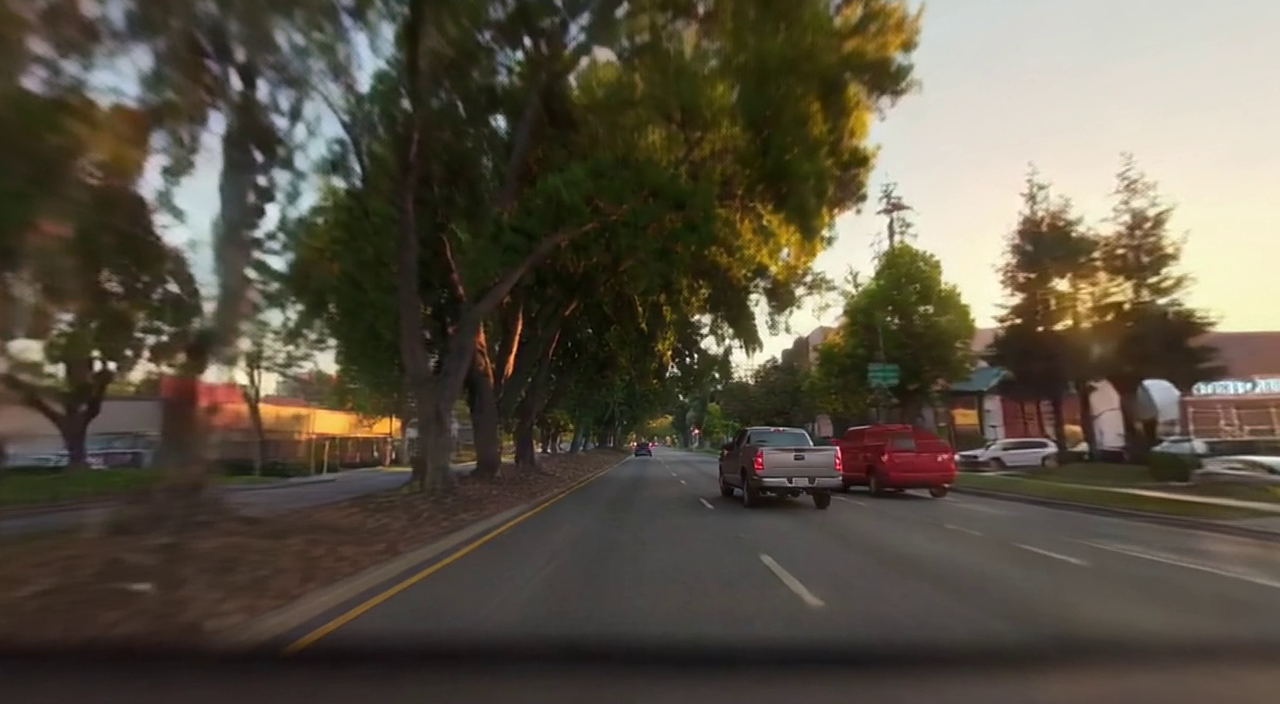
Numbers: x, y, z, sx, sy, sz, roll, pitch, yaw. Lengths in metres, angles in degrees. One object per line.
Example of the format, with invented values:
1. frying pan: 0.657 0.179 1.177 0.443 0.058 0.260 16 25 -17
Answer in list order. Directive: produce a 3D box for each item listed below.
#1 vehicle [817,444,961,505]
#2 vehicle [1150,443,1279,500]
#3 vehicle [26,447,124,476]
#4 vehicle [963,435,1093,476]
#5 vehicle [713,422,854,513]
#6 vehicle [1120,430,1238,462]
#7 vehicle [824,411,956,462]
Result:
1. vehicle: 6.729 3.324 17.755 2.012 1.460 4.812 0 -8 -1
2. vehicle: 17.052 3.175 16.992 4.721 1.462 2.028 -4 -9 25
3. vehicle: -29.305 5.679 32.815 3.413 1.459 1.669 0 -8 0
4. vehicle: 17.730 4.756 29.183 4.747 1.761 2.043 -4 -9 22
5. vehicle: 3.213 2.727 15.490 2.138 1.836 5.245 0 -8 -1
6. vehicle: 37.729 6.664 44.412 2.250 1.954 5.679 3 -11 -28
7. vehicle: 18.792 6.412 47.944 8.393 3.716 3.472 0 -9 -2
